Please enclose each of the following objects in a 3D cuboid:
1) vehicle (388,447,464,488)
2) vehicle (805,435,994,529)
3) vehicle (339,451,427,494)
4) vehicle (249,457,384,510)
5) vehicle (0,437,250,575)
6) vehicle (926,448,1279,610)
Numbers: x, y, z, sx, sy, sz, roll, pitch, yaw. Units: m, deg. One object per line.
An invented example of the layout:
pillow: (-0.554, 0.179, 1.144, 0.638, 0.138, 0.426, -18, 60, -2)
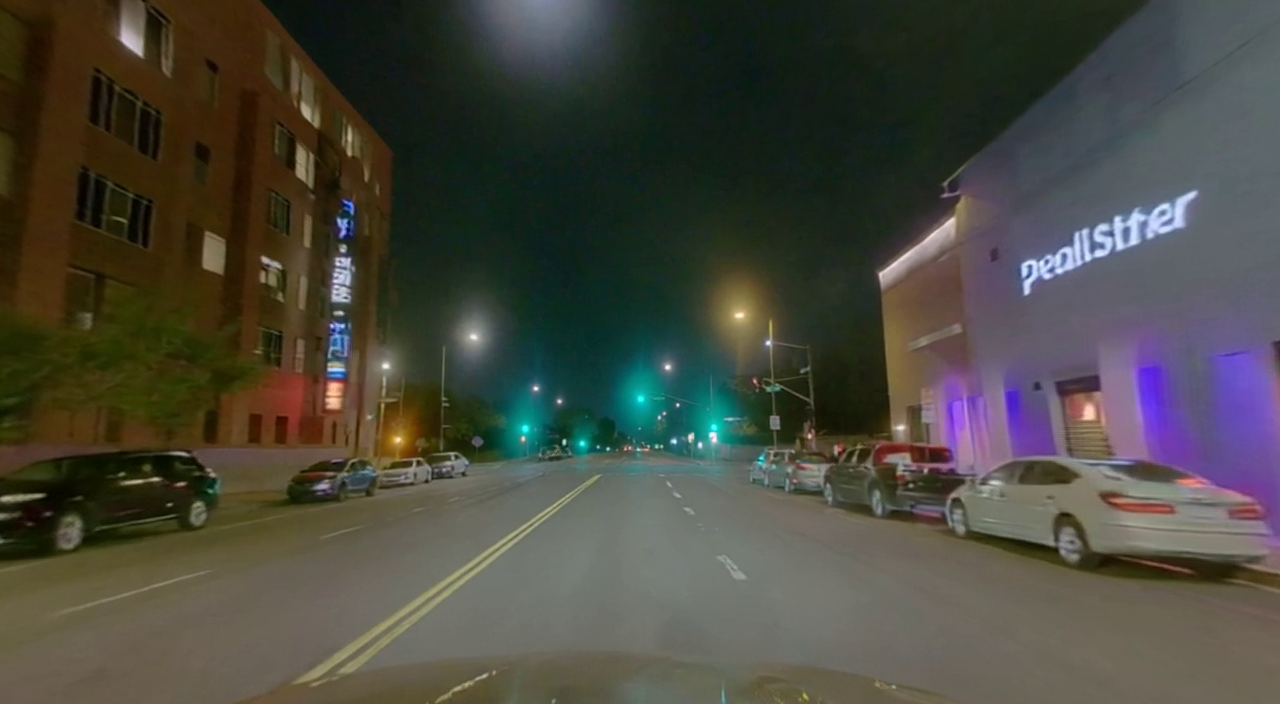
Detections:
vehicle: (-10.196, 5.504, 30.575, 1.967, 1.749, 4.841, 0, -8, 0)
vehicle: (5.749, 2.917, 14.970, 2.227, 1.811, 5.172, 0, -8, -1)
vehicle: (-10.218, 4.800, 25.498, 1.839, 1.502, 4.185, 0, -8, -1)
vehicle: (-10.177, 4.124, 20.339, 1.953, 1.387, 4.529, 0, -8, 0)
vehicle: (-9.848, 2.503, 11.299, 2.228, 1.863, 5.407, -1, -8, 1)
vehicle: (6.154, 2.085, 8.630, 2.038, 1.482, 4.994, 0, -8, -2)
